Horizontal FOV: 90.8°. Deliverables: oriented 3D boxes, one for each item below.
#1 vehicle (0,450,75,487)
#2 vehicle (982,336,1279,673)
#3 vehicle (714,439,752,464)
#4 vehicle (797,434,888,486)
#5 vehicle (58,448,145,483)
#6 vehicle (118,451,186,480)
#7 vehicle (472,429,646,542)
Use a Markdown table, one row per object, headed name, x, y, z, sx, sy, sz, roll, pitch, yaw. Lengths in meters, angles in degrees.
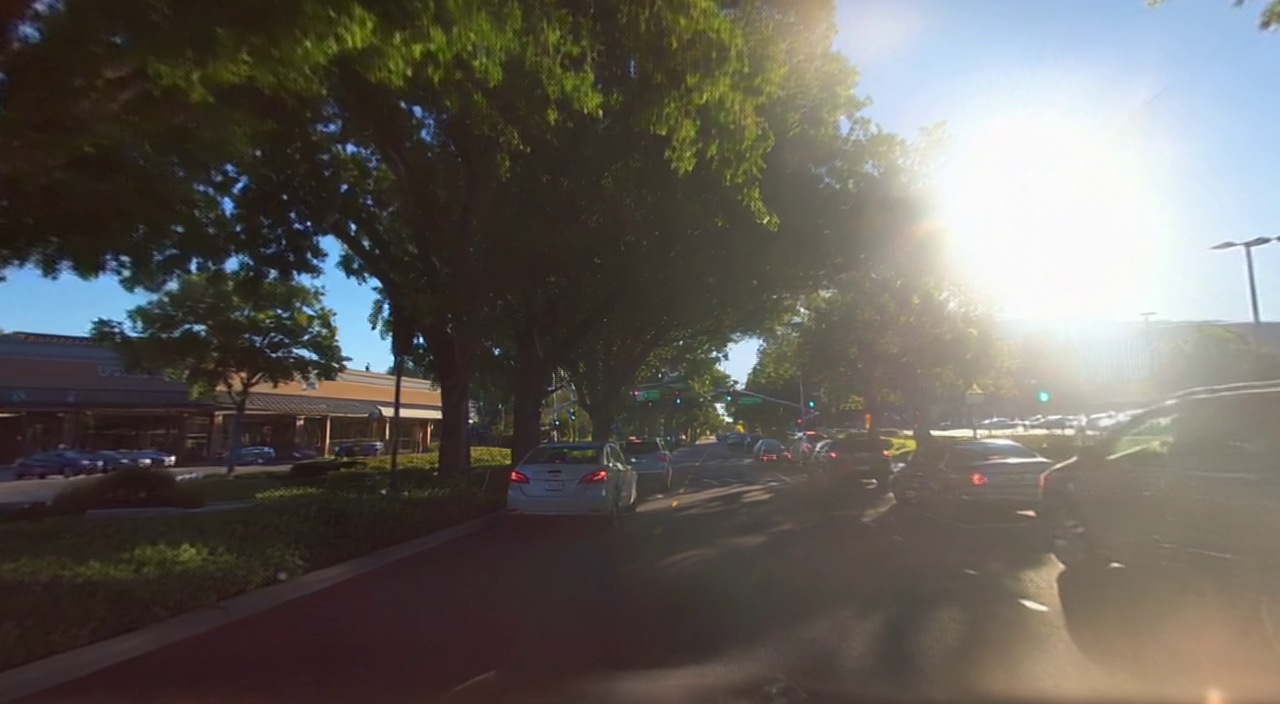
| name | x | y | z | sx | sy | sz | roll | pitch | yaw |
| --- | --- | --- | --- | --- | --- | --- | --- | --- | --- |
| vehicle | -27.203 | 5.184 | 28.431 | 3.865 | 1.499 | 1.804 | -6 | -11 | 37 |
| vehicle | 4.903 | 0.992 | 4.398 | 2.324 | 1.907 | 5.634 | -1 | -8 | 6 |
| vehicle | 5.635 | 6.101 | 38.852 | 2.095 | 1.473 | 4.301 | -1 | -8 | 6 |
| vehicle | 6.490 | 3.504 | 20.784 | 1.910 | 1.493 | 4.490 | -1 | -8 | 6 |
| vehicle | -26.671 | 5.550 | 31.266 | 4.127 | 1.583 | 1.978 | -5 | -10 | 32 |
| vehicle | -26.109 | 6.035 | 33.765 | 3.527 | 1.390 | 1.681 | -6 | -10 | 33 |
| vehicle | -1.080 | 2.112 | 10.723 | 1.968 | 1.497 | 4.286 | -1 | -8 | 6 |
